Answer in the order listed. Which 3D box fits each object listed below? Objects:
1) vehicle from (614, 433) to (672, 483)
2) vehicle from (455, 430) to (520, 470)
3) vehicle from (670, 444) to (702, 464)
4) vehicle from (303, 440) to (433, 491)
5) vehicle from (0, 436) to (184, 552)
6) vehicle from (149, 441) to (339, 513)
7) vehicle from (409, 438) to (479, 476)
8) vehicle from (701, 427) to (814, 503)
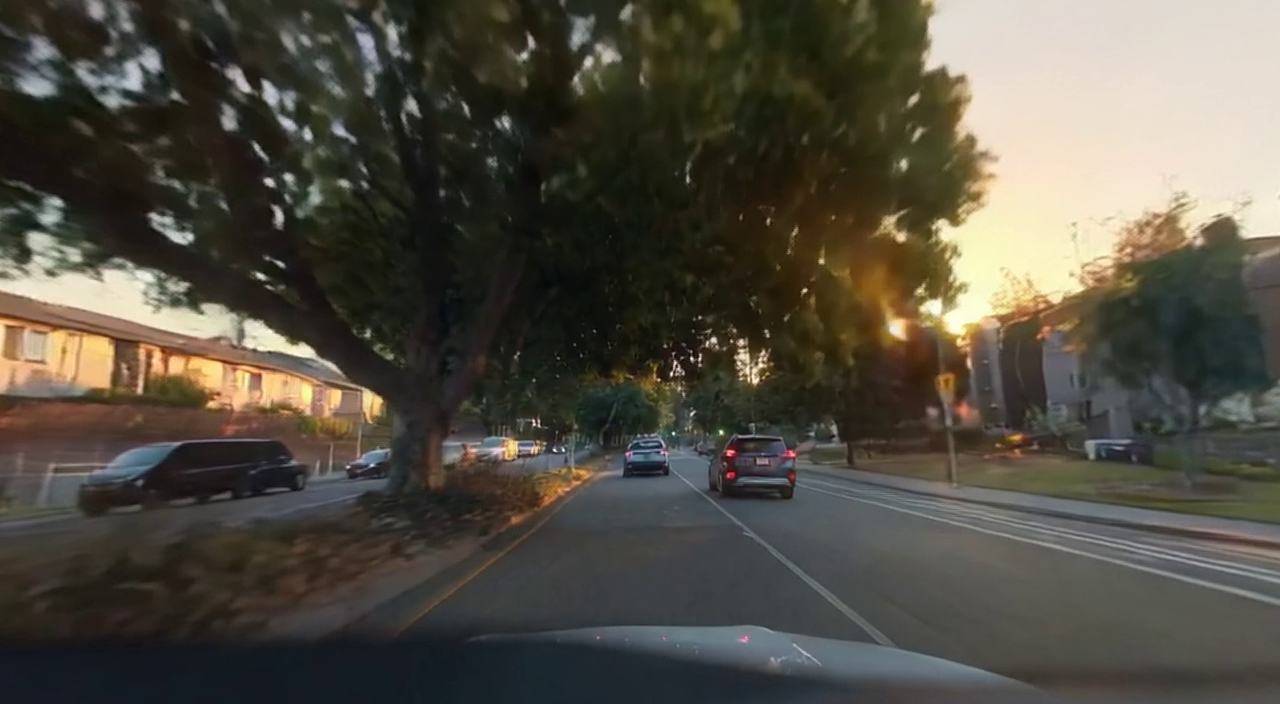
[{"bbox_3d":[0.090,4.307,25.863,2.185,1.822,4.391,0,-8,-1],"label":"vehicle"},{"bbox_3d":[-8.893,5.816,37.562,2.037,2.113,7.185,0,-8,0],"label":"vehicle"},{"bbox_3d":[3.517,7.896,48.903,2.096,1.489,4.757,0,-8,0],"label":"vehicle"},{"bbox_3d":[-8.898,3.740,21.236,2.140,1.510,5.005,0,-8,0],"label":"vehicle"},{"bbox_3d":[-8.981,1.913,8.770,1.923,1.433,4.450,0,-8,0],"label":"vehicle"},{"bbox_3d":[-8.938,2.819,14.716,1.786,1.422,4.021,0,-8,1],"label":"vehicle"},{"bbox_3d":[-9.147,4.931,29.828,1.988,1.663,4.316,0,-8,-1],"label":"vehicle"},{"bbox_3d":[3.026,3.031,17.335,2.166,1.799,4.372,0,-8,-2],"label":"vehicle"}]
